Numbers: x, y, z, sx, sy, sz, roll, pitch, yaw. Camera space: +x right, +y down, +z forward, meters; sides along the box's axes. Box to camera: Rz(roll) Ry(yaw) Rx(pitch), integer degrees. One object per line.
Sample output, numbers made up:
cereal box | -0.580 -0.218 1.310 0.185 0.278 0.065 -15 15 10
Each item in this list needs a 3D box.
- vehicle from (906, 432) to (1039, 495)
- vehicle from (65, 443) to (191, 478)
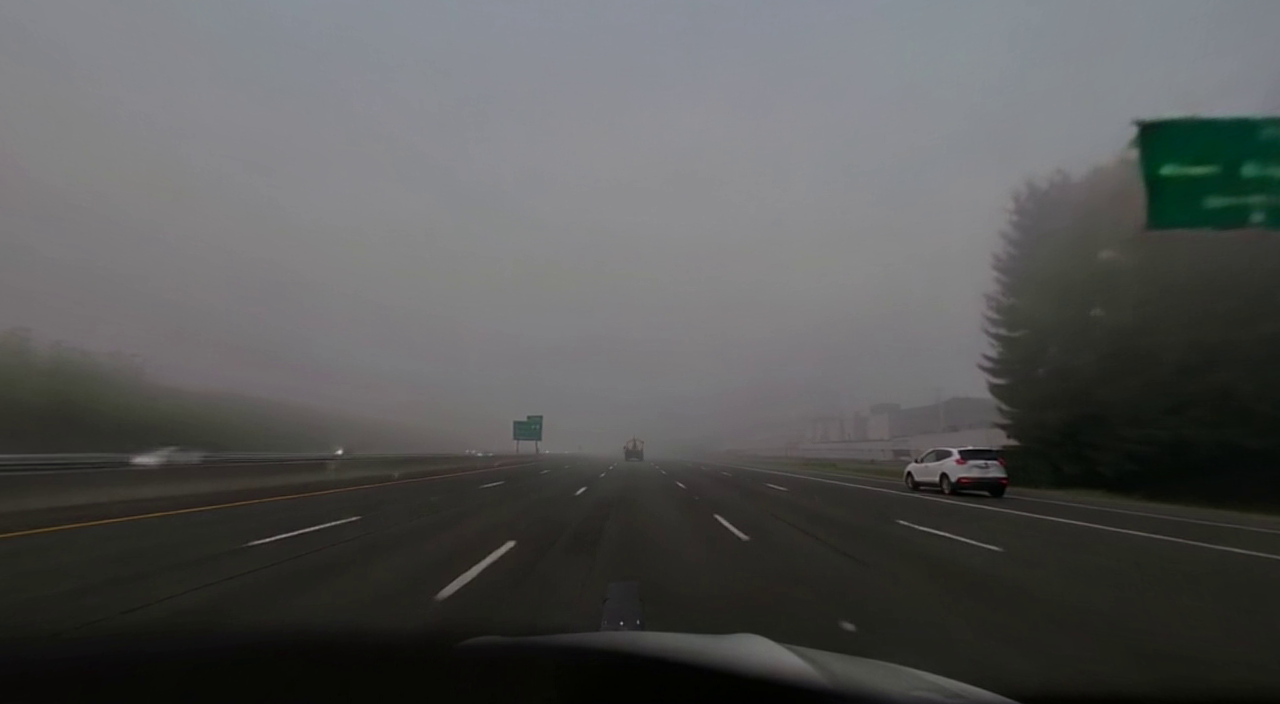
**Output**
vehicle | 13.588 4.574 26.347 2.411 2.326 5.300 0 -9 -3
vehicle | -23.895 5.081 29.750 1.966 1.494 4.762 0 -9 -1
